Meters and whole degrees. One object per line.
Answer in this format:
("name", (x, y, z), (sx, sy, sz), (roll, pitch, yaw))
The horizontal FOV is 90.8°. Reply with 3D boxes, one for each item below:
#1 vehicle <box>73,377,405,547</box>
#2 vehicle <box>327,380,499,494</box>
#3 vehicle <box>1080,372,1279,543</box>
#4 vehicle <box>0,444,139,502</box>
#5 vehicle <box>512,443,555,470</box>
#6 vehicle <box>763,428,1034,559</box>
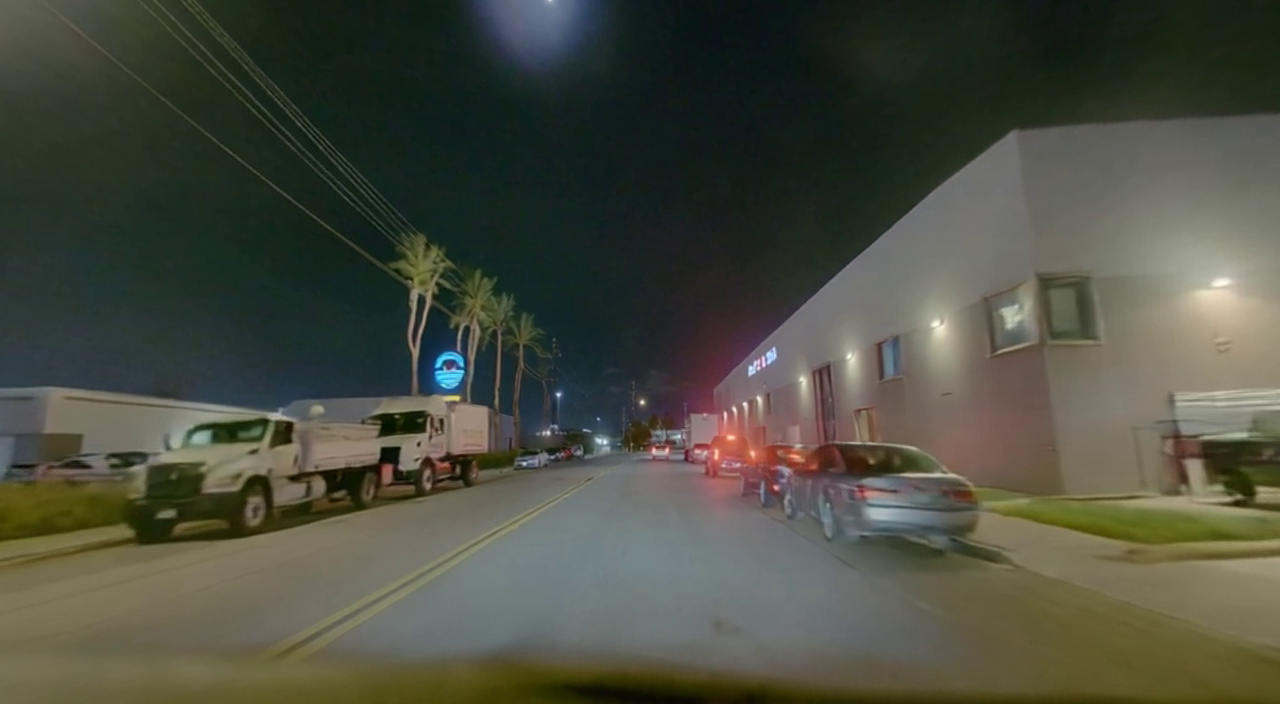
("vehicle", (-8.101, 2.370, 14.325), (2.845, 2.738, 7.208), (-3, -8, 0))
("vehicle", (-7.704, 3.127, 22.945), (2.941, 3.418, 7.738), (-1, -9, 3))
("vehicle", (9.017, 1.443, 9.307), (2.325, 1.877, 5.987), (-6, -9, 17))
("vehicle", (-17.131, 3.288, 17.402), (4.890, 1.483, 2.055), (0, -9, 1))
("vehicle", (-7.057, 6.965, 42.369), (1.936, 1.632, 4.145), (-3, -8, 3))
("vehicle", (3.563, 2.061, 10.043), (2.246, 1.533, 4.971), (0, -9, 1))
